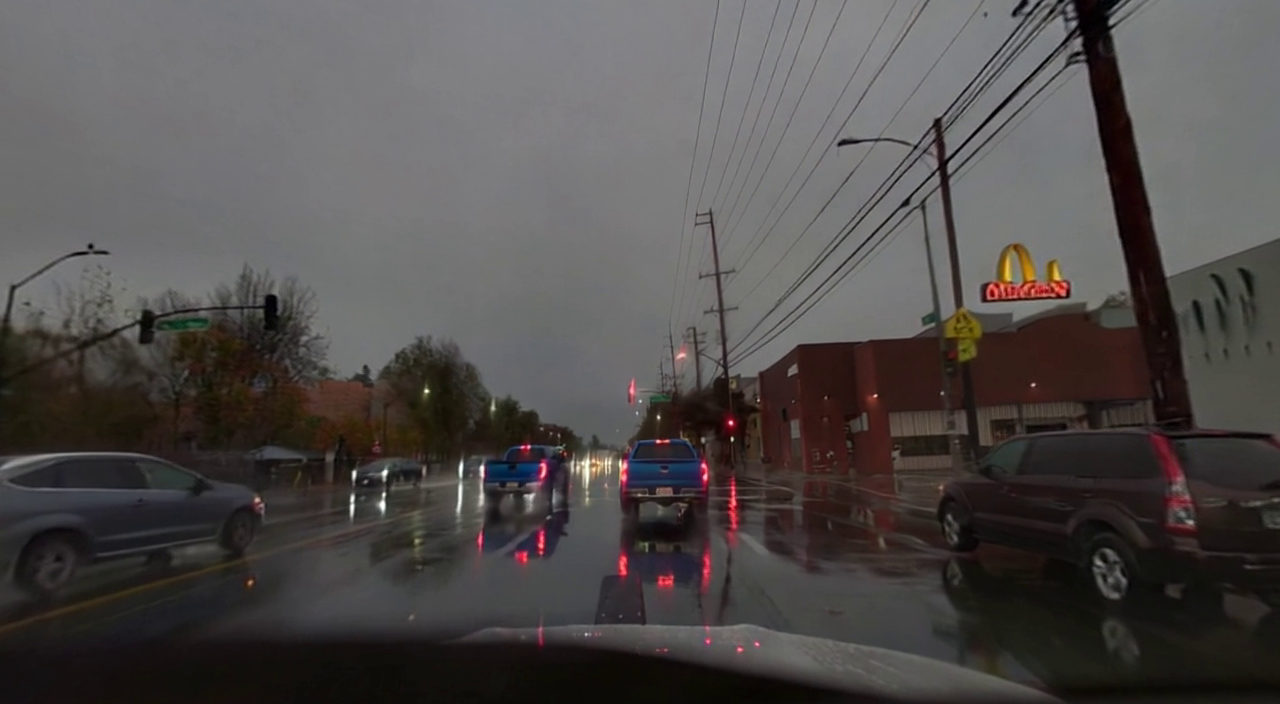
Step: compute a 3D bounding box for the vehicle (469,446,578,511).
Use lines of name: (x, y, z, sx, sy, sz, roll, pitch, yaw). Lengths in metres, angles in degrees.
vehicle: (-3.075, 3.451, 17.725, 1.995, 1.554, 4.618, 0, -9, 2)

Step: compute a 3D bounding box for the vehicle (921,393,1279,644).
vehicle: (5.053, 1.558, 6.948, 1.974, 1.823, 4.576, 0, -9, 3)

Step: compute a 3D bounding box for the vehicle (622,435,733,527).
vehicle: (0.942, 2.808, 14.356, 2.089, 1.699, 4.650, -1, -9, 6)

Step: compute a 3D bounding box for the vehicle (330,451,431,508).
vehicle: (-10.123, 4.967, 25.125, 2.081, 1.925, 5.632, 1, -9, -5)

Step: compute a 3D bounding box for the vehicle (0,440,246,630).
vehicle: (-6.270, 1.639, 6.061, 1.994, 1.551, 4.414, 0, -9, 1)

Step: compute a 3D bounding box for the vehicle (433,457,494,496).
vehicle: (-9.161, 6.493, 33.107, 1.961, 1.814, 4.418, 0, -9, -1)

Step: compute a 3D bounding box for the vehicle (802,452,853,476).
vehicle: (13.225, 7.932, 44.671, 2.075, 1.556, 4.585, 0, -9, -1)
